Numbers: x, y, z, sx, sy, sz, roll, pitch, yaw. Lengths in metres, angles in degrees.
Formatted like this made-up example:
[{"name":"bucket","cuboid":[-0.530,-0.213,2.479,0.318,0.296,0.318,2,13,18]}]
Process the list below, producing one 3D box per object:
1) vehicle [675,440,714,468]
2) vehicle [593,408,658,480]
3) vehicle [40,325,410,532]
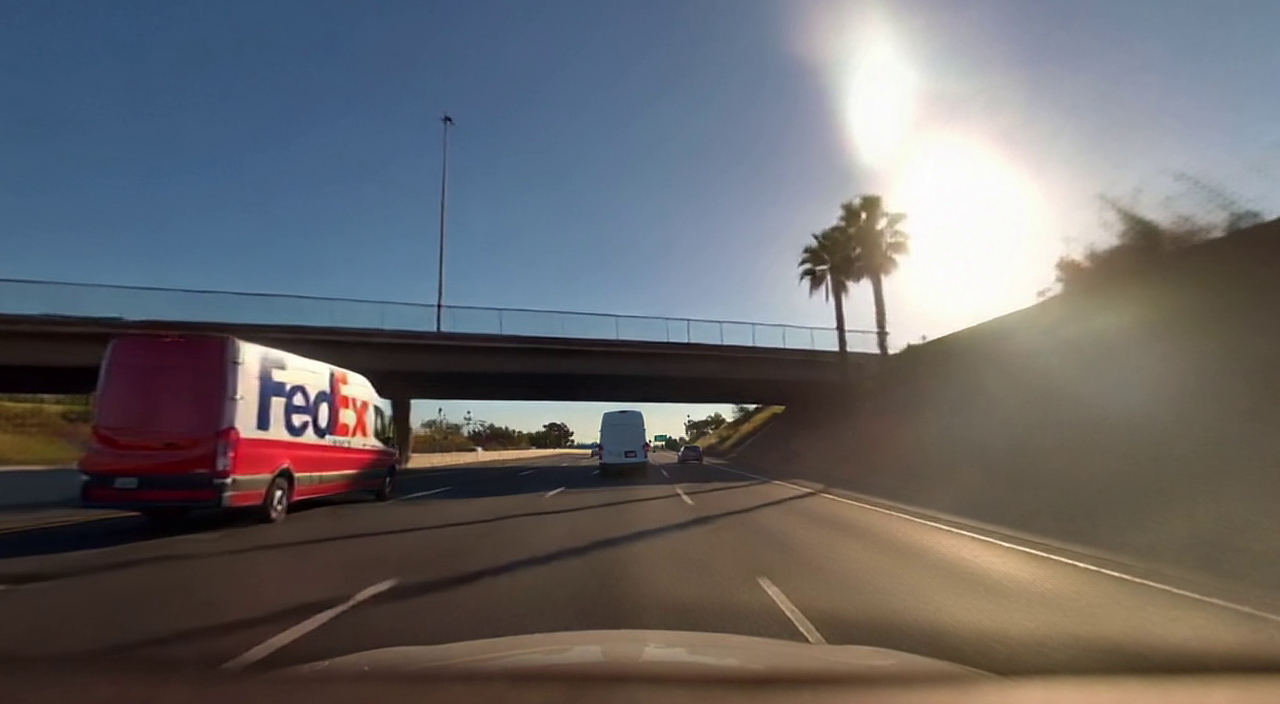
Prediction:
[{"name":"vehicle","cuboid":[3.367,6.357,39.398,1.987,1.648,3.984,0,-9,-1]},{"name":"vehicle","cuboid":[-0.538,3.955,27.024,2.476,2.776,5.598,0,-9,1]},{"name":"vehicle","cuboid":[-7.762,1.737,13.435,2.965,3.178,7.188,1,-9,-1]}]
